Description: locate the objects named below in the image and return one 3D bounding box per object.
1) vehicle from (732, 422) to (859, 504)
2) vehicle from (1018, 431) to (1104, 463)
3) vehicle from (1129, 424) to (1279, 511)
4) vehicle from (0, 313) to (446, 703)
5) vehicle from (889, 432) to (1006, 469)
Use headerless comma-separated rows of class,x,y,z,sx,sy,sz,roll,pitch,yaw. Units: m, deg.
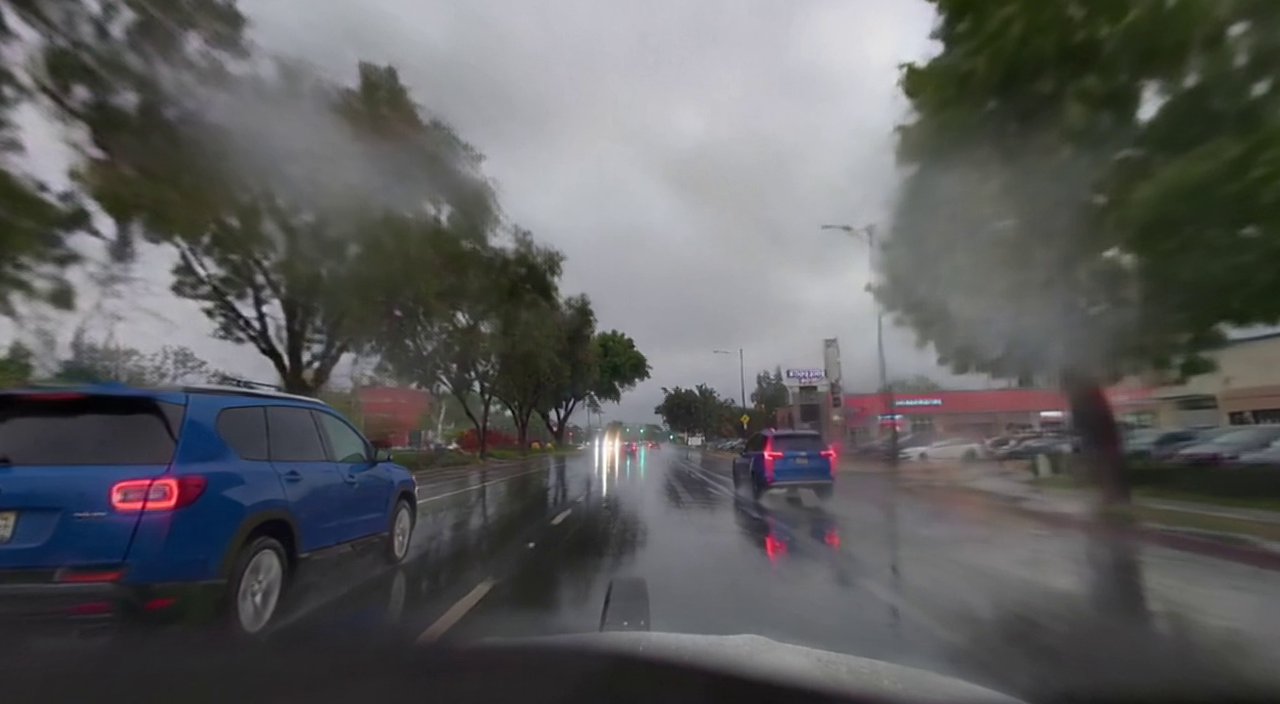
vehicle,3.737,2.767,16.084,2.024,1.773,4.431,0,-8,-1
vehicle,24.884,5.632,37.494,1.910,1.785,4.862,0,-8,2
vehicle,13.253,2.361,13.177,1.880,1.671,5.180,-1,-8,0
vehicle,-3.534,1.114,5.386,2.210,1.925,4.838,0,-8,0
vehicle,14.993,4.836,30.967,4.647,1.725,1.991,0,-8,1
